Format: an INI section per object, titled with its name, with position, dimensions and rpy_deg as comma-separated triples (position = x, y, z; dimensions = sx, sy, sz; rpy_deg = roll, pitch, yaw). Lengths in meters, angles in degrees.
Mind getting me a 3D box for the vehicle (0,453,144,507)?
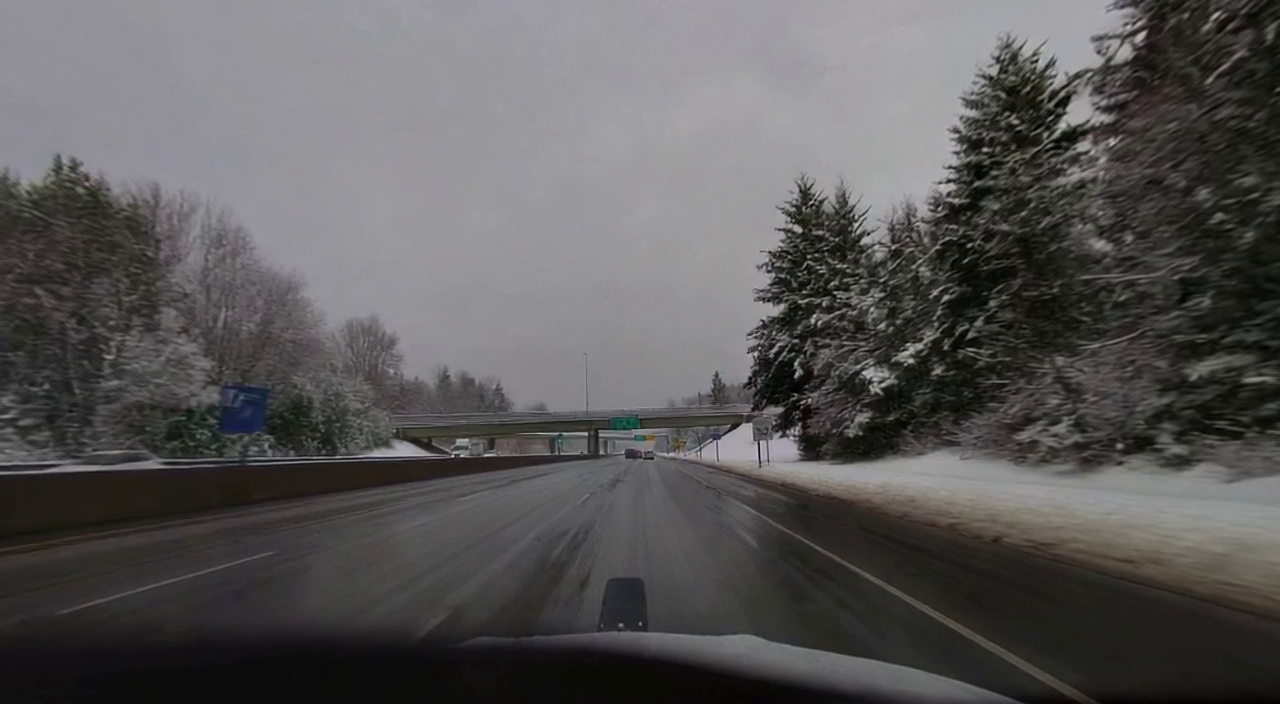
[vehicle]
position = -19.080, 4.122, 20.788
dimensions = 1.866, 1.538, 4.339
rpy_deg = 0, -9, 0
